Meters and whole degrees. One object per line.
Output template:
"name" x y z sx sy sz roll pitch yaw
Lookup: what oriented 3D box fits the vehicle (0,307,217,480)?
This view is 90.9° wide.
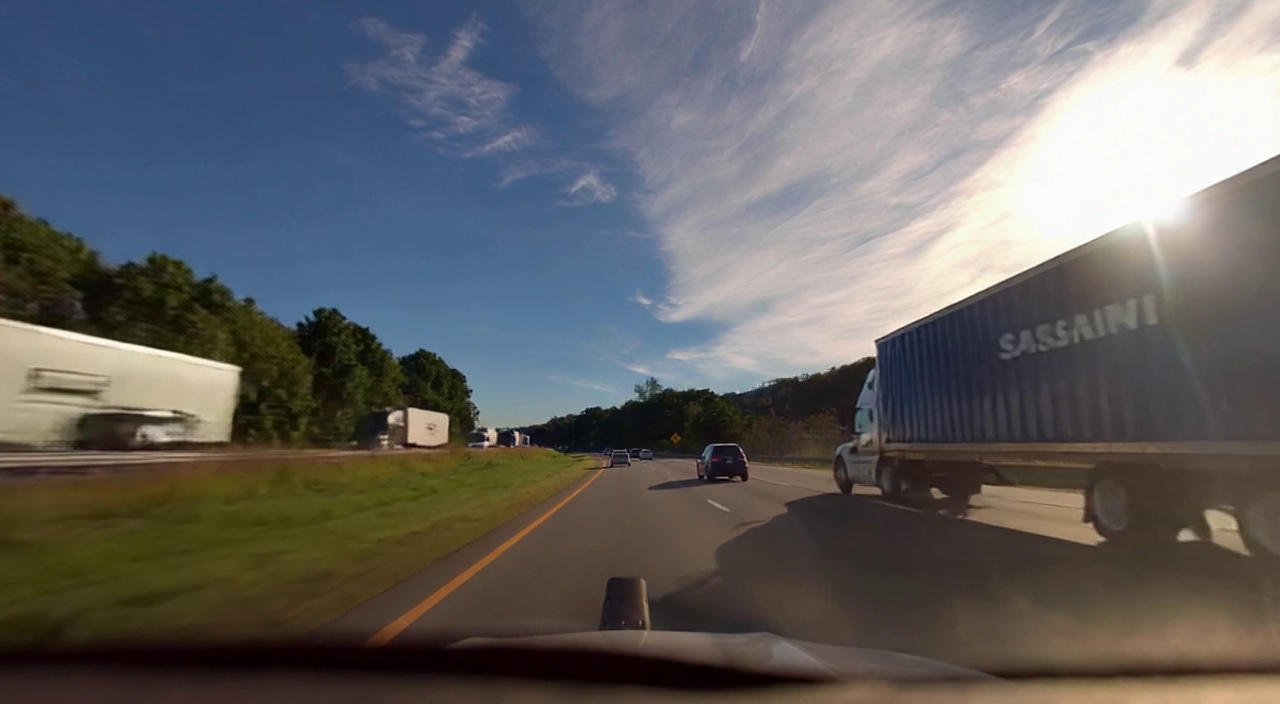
"vehicle" -16.440 1.019 15.003 2.877 4.006 14.271 0 -9 0

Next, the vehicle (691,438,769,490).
"vehicle" 2.996 3.863 21.882 2.013 1.623 3.916 0 -9 -2

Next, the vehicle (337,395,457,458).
"vehicle" -17.314 5.899 46.955 2.926 3.856 16.459 1 -9 -2

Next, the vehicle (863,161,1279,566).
"vehicle" 7.813 0.763 10.364 2.965 3.990 14.227 0 -9 -1

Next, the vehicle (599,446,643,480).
"vehicle" -0.940 5.494 31.384 2.050 1.534 3.771 0 -9 -2
